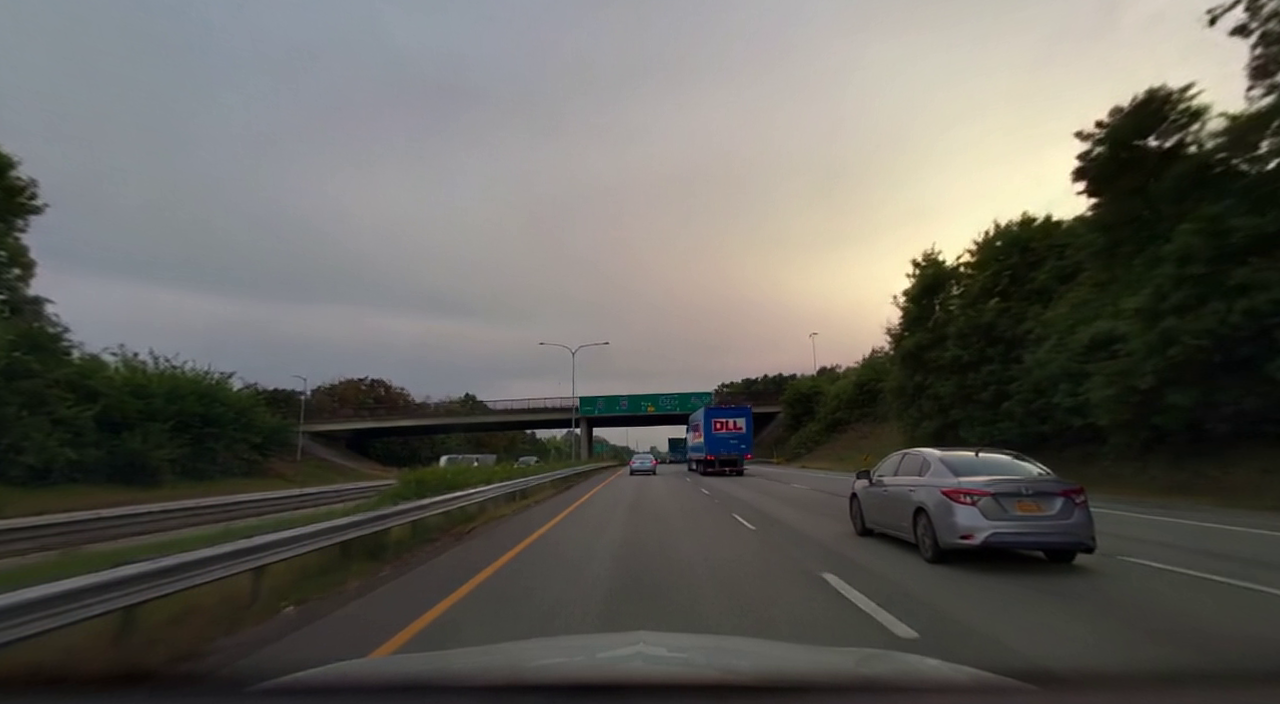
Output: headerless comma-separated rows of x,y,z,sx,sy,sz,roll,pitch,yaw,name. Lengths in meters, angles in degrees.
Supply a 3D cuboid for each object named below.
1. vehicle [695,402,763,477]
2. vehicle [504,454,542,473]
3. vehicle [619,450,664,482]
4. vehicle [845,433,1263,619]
5.069,5.271,37.693,2.838,3.985,8.010,0,-9,0,vehicle
-9.187,8.751,49.689,1.937,1.415,4.356,-1,-9,4,vehicle
0.064,5.494,30.708,2.055,1.445,3.661,0,-9,0,vehicle
3.986,1.709,7.156,1.894,1.452,4.164,0,-9,0,vehicle
